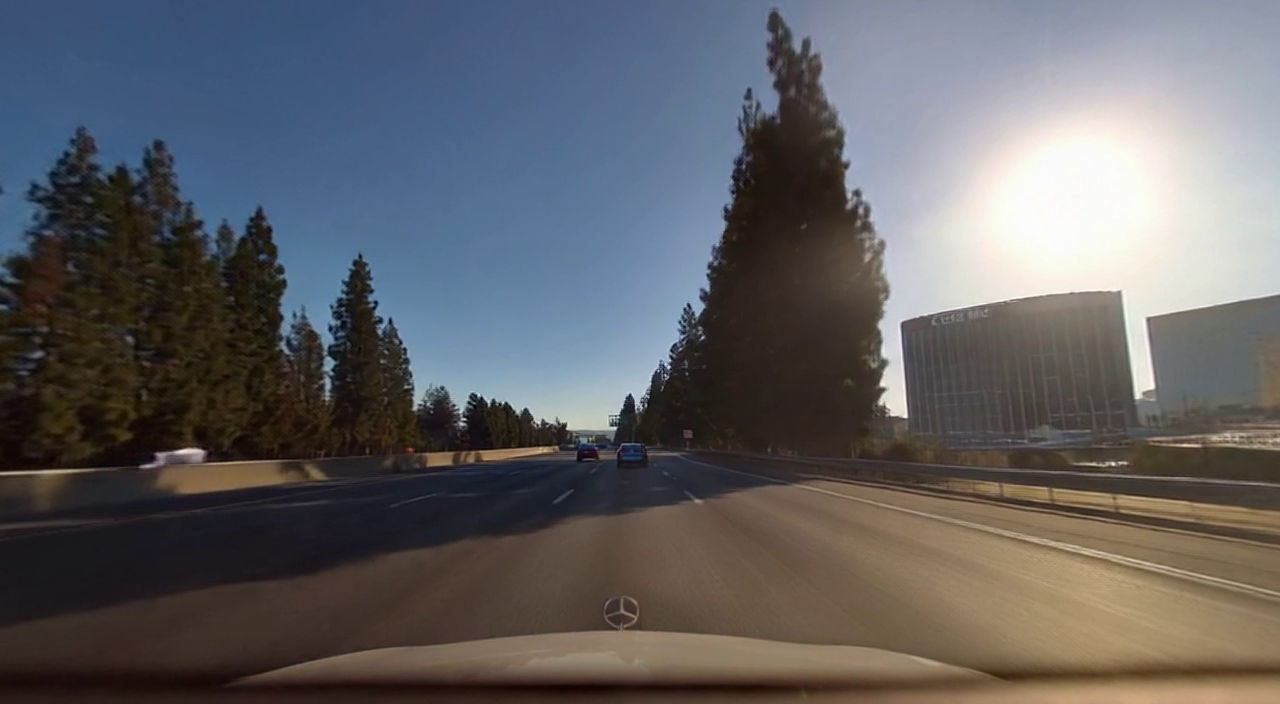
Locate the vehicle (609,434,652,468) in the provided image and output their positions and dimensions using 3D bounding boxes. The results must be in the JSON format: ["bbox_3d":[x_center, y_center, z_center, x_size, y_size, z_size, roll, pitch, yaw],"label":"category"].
[{"bbox_3d":[-0.571,5.703,36.360,2.302,1.810,4.707,0,-8,-1],"label":"vehicle"}]

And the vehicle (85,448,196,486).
[{"bbox_3d":[-27.165,6.216,34.466,2.288,1.842,4.610,0,-8,-1],"label":"vehicle"}]
